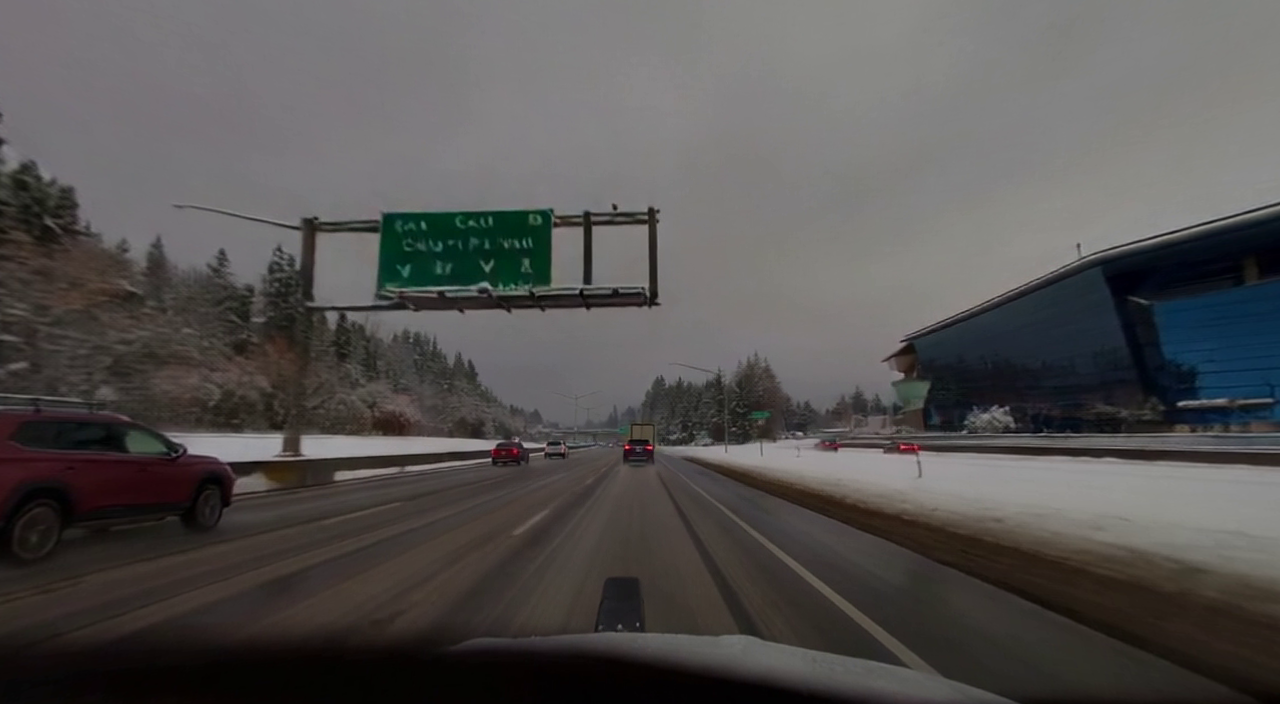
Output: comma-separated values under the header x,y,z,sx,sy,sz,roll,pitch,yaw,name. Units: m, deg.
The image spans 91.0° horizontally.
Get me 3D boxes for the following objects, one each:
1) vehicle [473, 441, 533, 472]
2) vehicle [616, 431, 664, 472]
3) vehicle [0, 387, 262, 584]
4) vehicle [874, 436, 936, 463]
x,y,z,sx,sy,sz,roll,pitch,yaw,name
-7.124,5.493,33.290,2.074,1.495,4.643,0,-9,0,vehicle
-0.014,5.021,31.889,2.245,1.863,4.801,0,-9,0,vehicle
-7.125,1.494,7.483,2.146,1.834,4.999,0,-9,0,vehicle
17.068,6.306,40.771,2.019,1.657,4.582,0,-9,0,vehicle
